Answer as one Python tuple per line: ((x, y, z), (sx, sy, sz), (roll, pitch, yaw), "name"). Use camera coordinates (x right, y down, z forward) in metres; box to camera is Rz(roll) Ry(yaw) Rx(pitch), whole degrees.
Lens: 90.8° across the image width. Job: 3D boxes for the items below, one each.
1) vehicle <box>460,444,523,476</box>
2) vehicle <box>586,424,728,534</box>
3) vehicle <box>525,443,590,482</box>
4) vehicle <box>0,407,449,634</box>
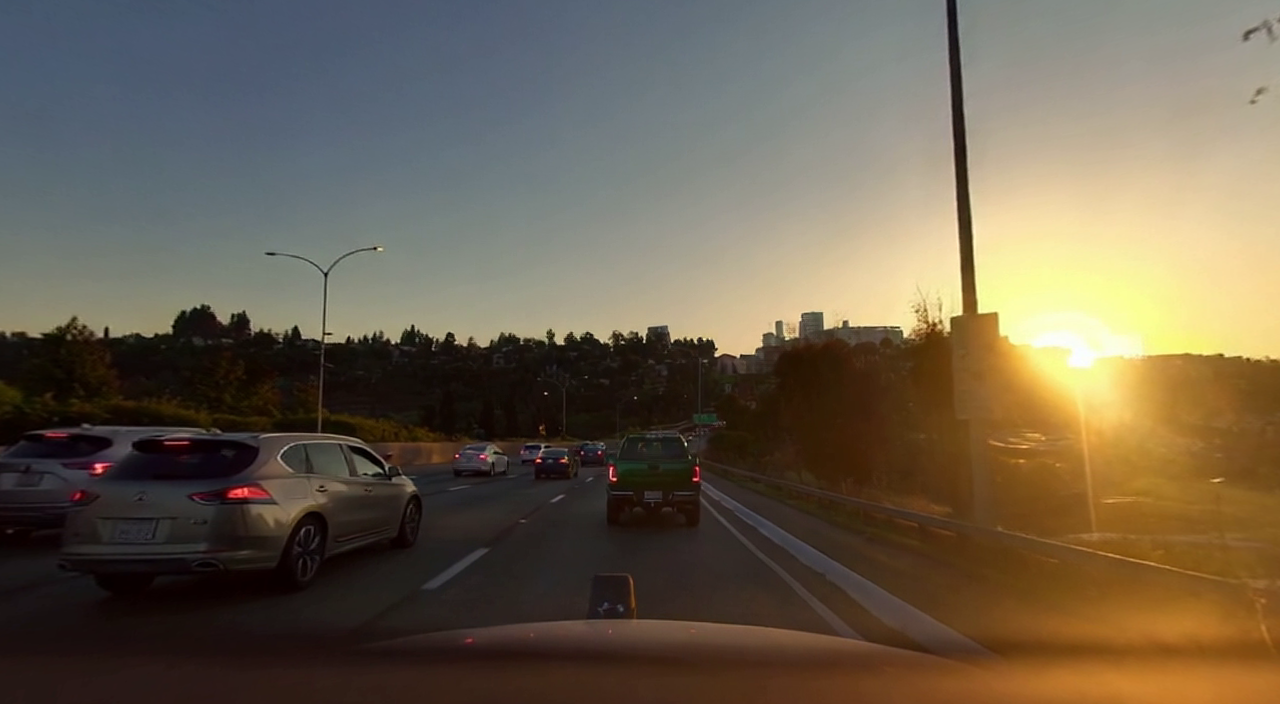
((-7.276, 5.334, 31.470), (1.856, 1.459, 4.251), (-1, -9, 4), "vehicle")
((0.290, 2.357, 12.287), (2.235, 1.716, 4.435), (0, -9, 1), "vehicle")
((-3.289, 4.490, 26.004), (1.868, 1.470, 4.105), (-1, -9, 4), "vehicle")
((-3.957, 1.603, 7.027), (2.076, 1.688, 4.334), (-1, -9, 3), "vehicle")
